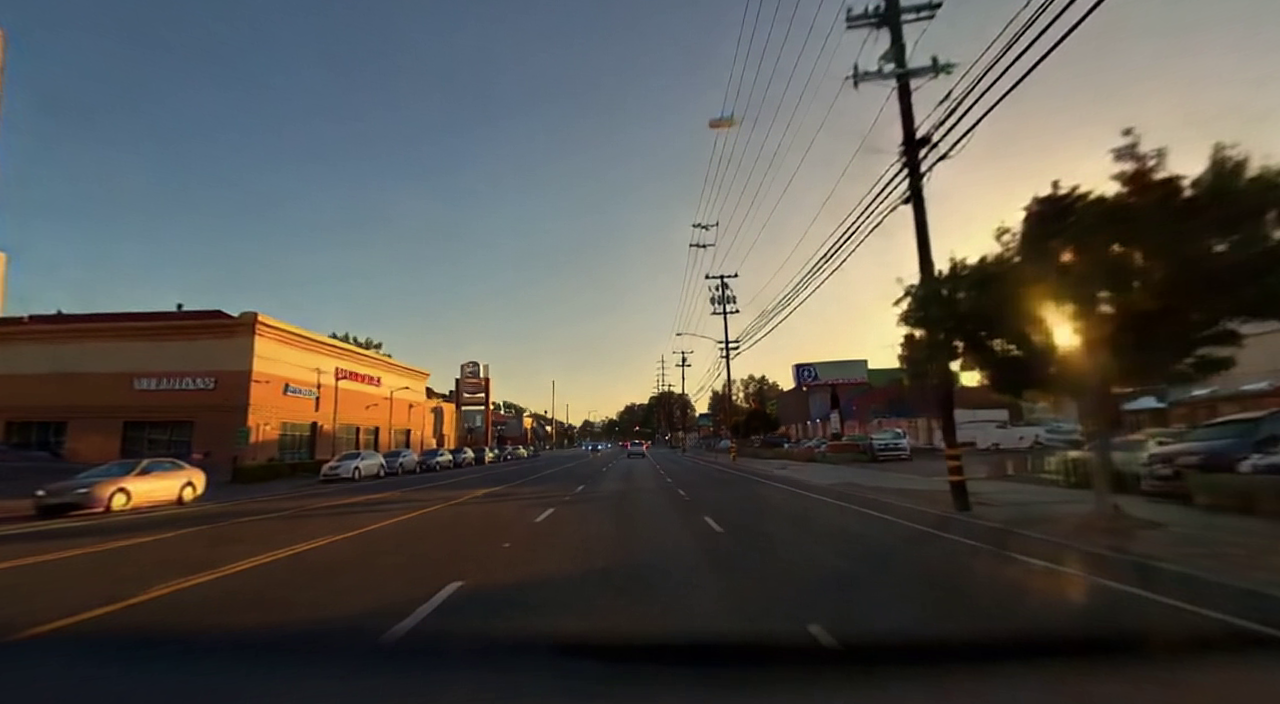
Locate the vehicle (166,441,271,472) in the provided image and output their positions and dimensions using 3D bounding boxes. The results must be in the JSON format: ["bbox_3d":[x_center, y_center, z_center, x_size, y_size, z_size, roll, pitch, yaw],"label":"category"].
[{"bbox_3d":[-24.022,5.956,36.245,4.527,1.679,2.055,3,-9,-18],"label":"vehicle"}]

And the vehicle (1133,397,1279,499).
[{"bbox_3d":[13.717,2.029,13.484,4.579,2.003,1.942,0,-8,2],"label":"vehicle"}]

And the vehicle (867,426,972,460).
[{"bbox_3d":[15.276,5.020,34.734,4.667,1.775,2.199,0,-8,-1],"label":"vehicle"}]

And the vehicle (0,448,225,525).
[{"bbox_3d":[-13.690,3.434,16.847,1.955,1.549,5.009,-2,-8,-2],"label":"vehicle"}]

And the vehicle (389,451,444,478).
[{"bbox_3d":[-13.713,6.909,39.076,1.791,1.377,4.807,-2,-8,-2],"label":"vehicle"}]

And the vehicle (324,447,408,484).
[{"bbox_3d":[-13.844,5.713,32.278,2.014,1.523,5.092,-3,-8,1],"label":"vehicle"}]
